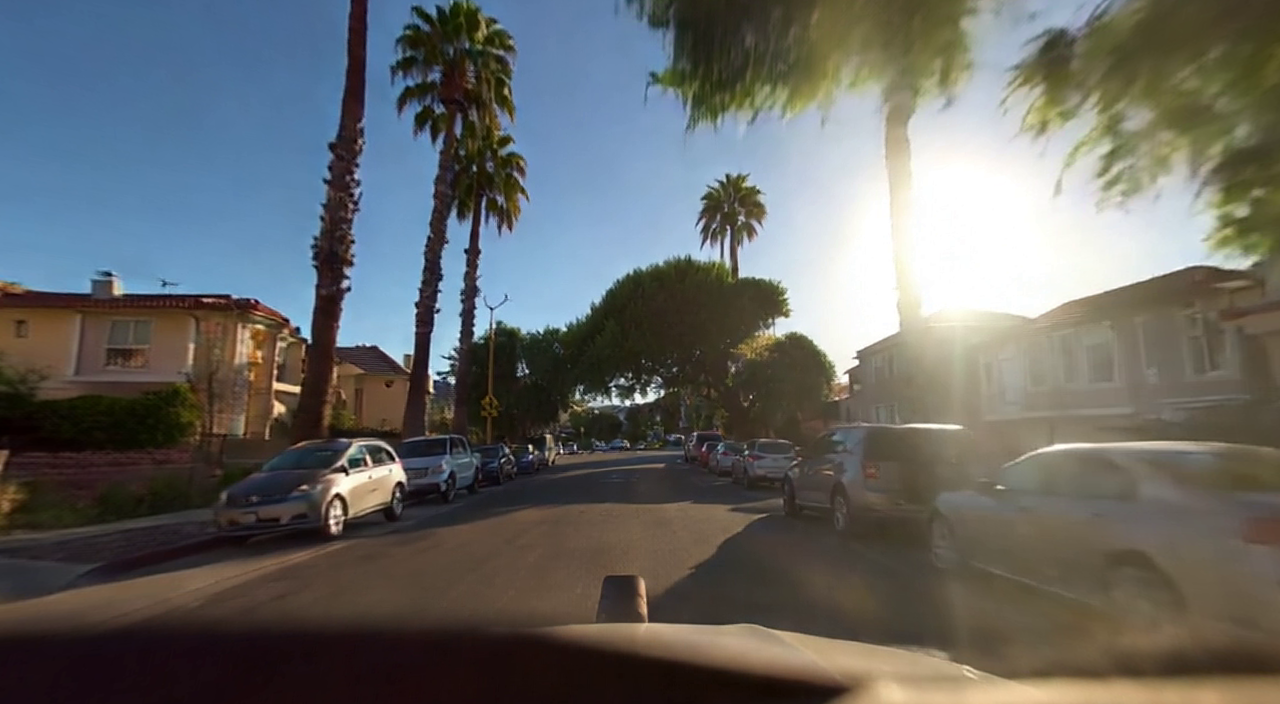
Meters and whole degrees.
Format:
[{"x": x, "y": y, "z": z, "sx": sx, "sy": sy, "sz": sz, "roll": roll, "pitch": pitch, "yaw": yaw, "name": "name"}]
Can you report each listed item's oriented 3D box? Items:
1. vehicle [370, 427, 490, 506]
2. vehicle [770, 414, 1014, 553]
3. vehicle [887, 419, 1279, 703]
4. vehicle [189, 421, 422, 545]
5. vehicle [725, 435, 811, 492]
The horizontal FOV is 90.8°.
[{"x": -5.635, "y": 3.118, "z": 17.713, "sx": 1.963, "sy": 1.859, "sz": 4.884, "roll": 0, "pitch": -8, "yaw": -4, "name": "vehicle"}, {"x": 3.830, "y": 2.083, "z": 10.760, "sx": 2.116, "sy": 1.817, "sz": 4.652, "roll": 0, "pitch": -8, "yaw": -1, "name": "vehicle"}, {"x": 4.035, "y": 1.393, "z": 5.211, "sx": 1.870, "sy": 1.506, "sz": 4.897, "roll": 0, "pitch": -8, "yaw": -2, "name": "vehicle"}, {"x": -5.696, "y": 2.248, "z": 11.561, "sx": 1.947, "sy": 1.803, "sz": 4.381, "roll": 0, "pitch": -8, "yaw": -2, "name": "vehicle"}, {"x": 4.094, "y": 3.635, "z": 20.969, "sx": 1.998, "sy": 1.649, "sz": 4.175, "roll": 0, "pitch": -8, "yaw": 0, "name": "vehicle"}]
